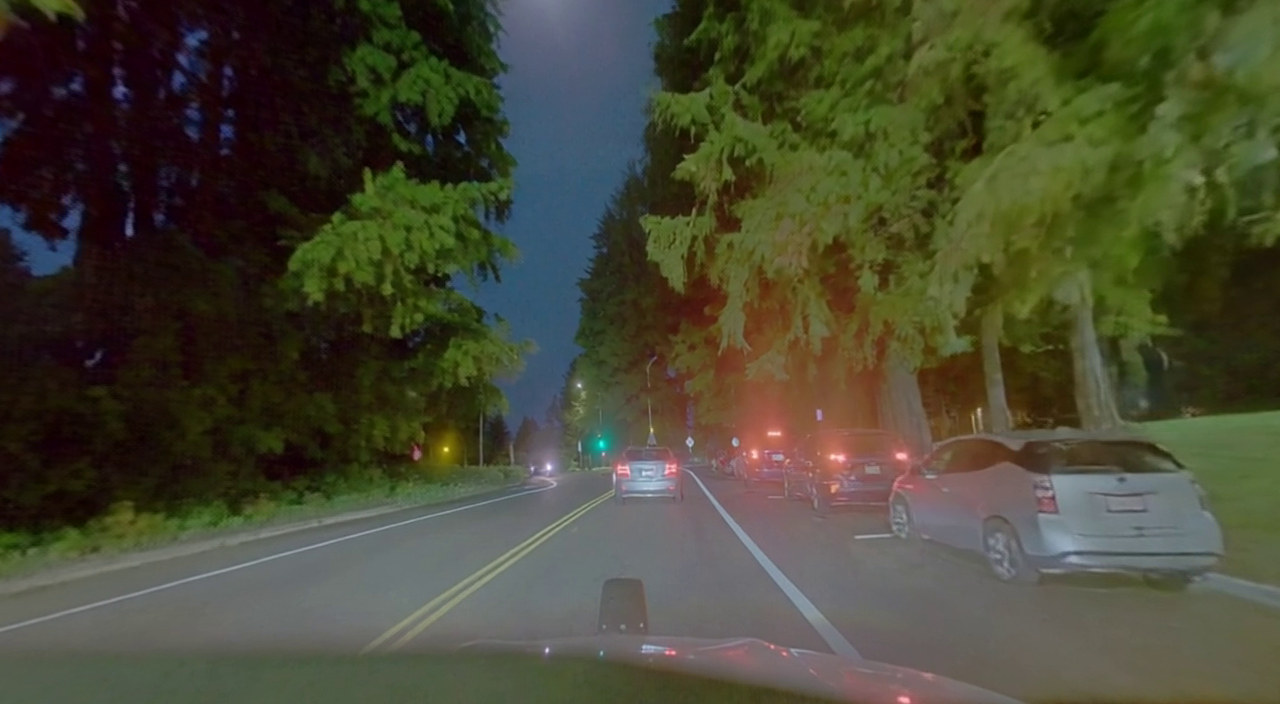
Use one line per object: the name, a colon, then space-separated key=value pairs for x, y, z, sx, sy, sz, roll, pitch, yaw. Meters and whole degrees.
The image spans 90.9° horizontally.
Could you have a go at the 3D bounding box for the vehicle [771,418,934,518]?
vehicle: x=4.390 y=2.469 z=13.930 sx=2.093 sy=1.822 sz=4.483 roll=0 pitch=-8 yaw=1

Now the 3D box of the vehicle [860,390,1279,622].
vehicle: x=4.248 y=1.489 z=7.074 sx=1.969 sy=1.738 sz=4.515 roll=0 pitch=-8 yaw=1

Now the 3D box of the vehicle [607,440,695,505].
vehicle: x=0.310 y=3.158 z=16.975 sx=2.078 sy=1.521 sz=4.058 roll=0 pitch=-8 yaw=2
